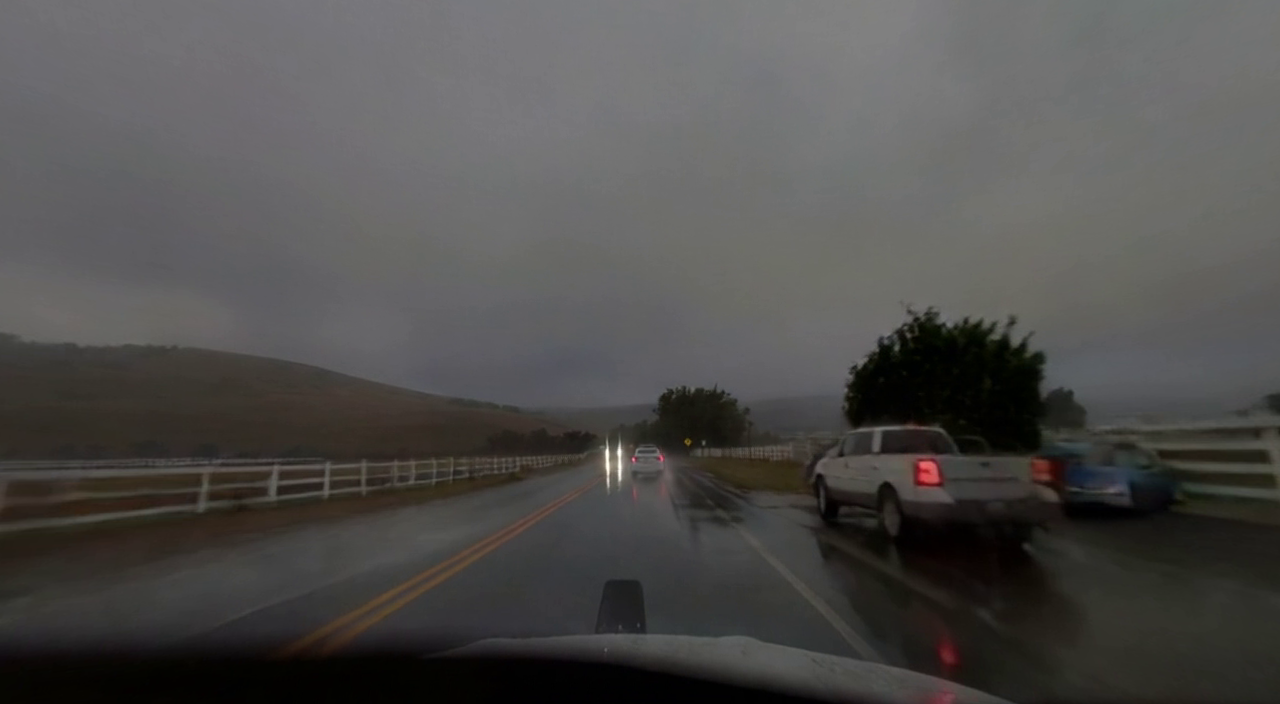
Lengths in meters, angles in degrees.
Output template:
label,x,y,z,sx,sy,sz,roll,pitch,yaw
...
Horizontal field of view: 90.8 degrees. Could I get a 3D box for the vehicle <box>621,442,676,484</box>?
label,x,y,z,sx,sy,sz,roll,pitch,yaw
vehicle,0.359,4.742,27.228,2.158,1.669,4.006,0,-9,1

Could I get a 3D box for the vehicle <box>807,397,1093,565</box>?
label,x,y,z,sx,sy,sz,roll,pitch,yaw
vehicle,4.397,1.934,10.270,2.348,1.969,5.269,-1,-9,5

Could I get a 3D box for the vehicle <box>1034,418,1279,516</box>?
label,x,y,z,sx,sy,sz,roll,pitch,yaw
vehicle,10.474,2.173,12.298,1.975,1.545,4.333,3,-9,-20
